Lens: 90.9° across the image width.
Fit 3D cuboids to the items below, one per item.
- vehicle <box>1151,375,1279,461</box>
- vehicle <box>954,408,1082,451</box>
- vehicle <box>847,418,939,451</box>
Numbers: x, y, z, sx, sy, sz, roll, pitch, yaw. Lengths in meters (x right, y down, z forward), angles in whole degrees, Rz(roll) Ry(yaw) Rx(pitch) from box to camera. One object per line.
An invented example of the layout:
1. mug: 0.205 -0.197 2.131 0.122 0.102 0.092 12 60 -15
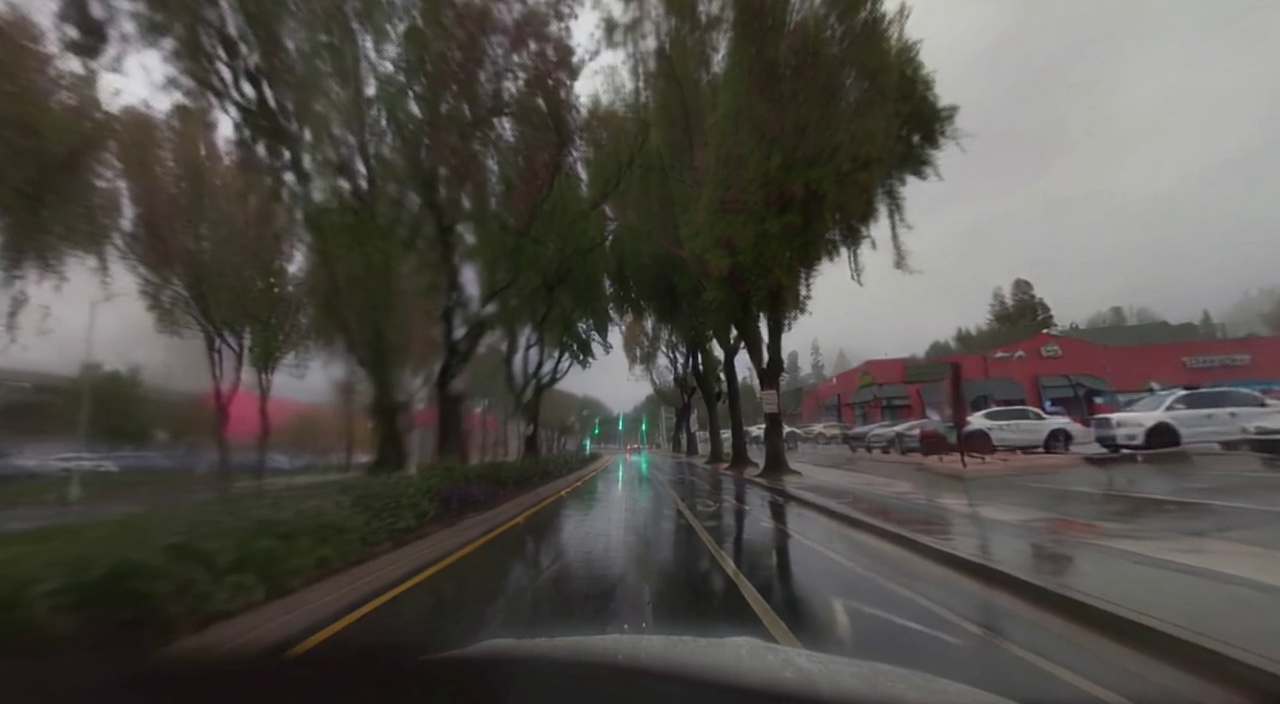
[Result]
1. vehicle: 12.741 1.207 12.396 3.795 1.485 1.698 -4 -8 -2
2. vehicle: 13.041 2.709 21.865 3.375 1.411 1.561 0 -9 0
3. vehicle: 12.525 4.119 31.341 3.742 1.560 1.822 -1 -9 1
